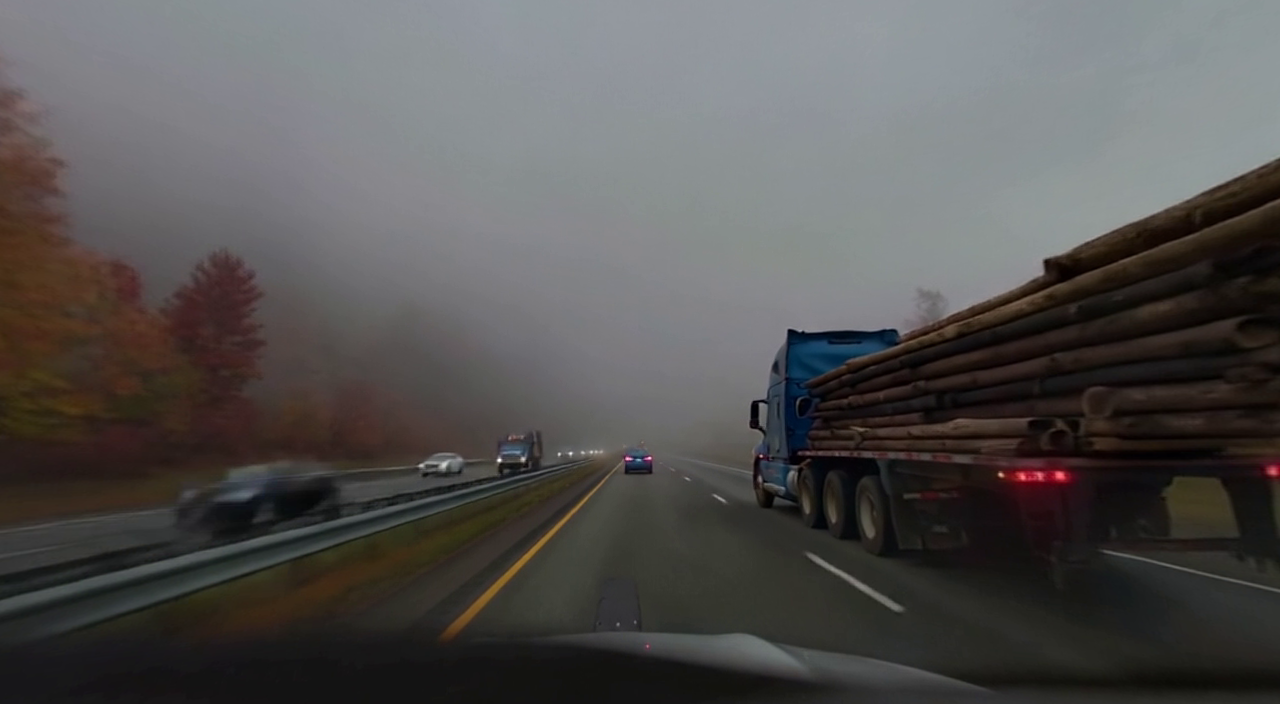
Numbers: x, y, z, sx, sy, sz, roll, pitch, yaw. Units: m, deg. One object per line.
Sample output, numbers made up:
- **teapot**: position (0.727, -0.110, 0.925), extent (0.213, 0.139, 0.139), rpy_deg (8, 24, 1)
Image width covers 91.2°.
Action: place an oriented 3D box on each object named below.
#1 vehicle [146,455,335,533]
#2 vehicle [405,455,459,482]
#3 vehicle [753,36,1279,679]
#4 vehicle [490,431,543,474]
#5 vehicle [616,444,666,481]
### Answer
- **vehicle**: position (-9.385, 3.321, 15.215), extent (1.873, 1.549, 4.104), rpy_deg (-1, -9, 0)
- **vehicle**: position (-12.986, 7.286, 39.438), extent (1.935, 1.530, 4.142), rpy_deg (-1, -9, 0)
- **vehicle**: position (4.168, 0.682, 9.051), extent (2.996, 3.942, 10.600), rpy_deg (0, -9, 0)
- **vehicle**: position (-8.542, 7.041, 44.013), extent (2.451, 2.748, 6.073), rpy_deg (-1, -9, 0)
- **vehicle**: position (0.006, 4.975, 28.491), extent (2.099, 1.506, 4.097), rpy_deg (0, -9, -1)
